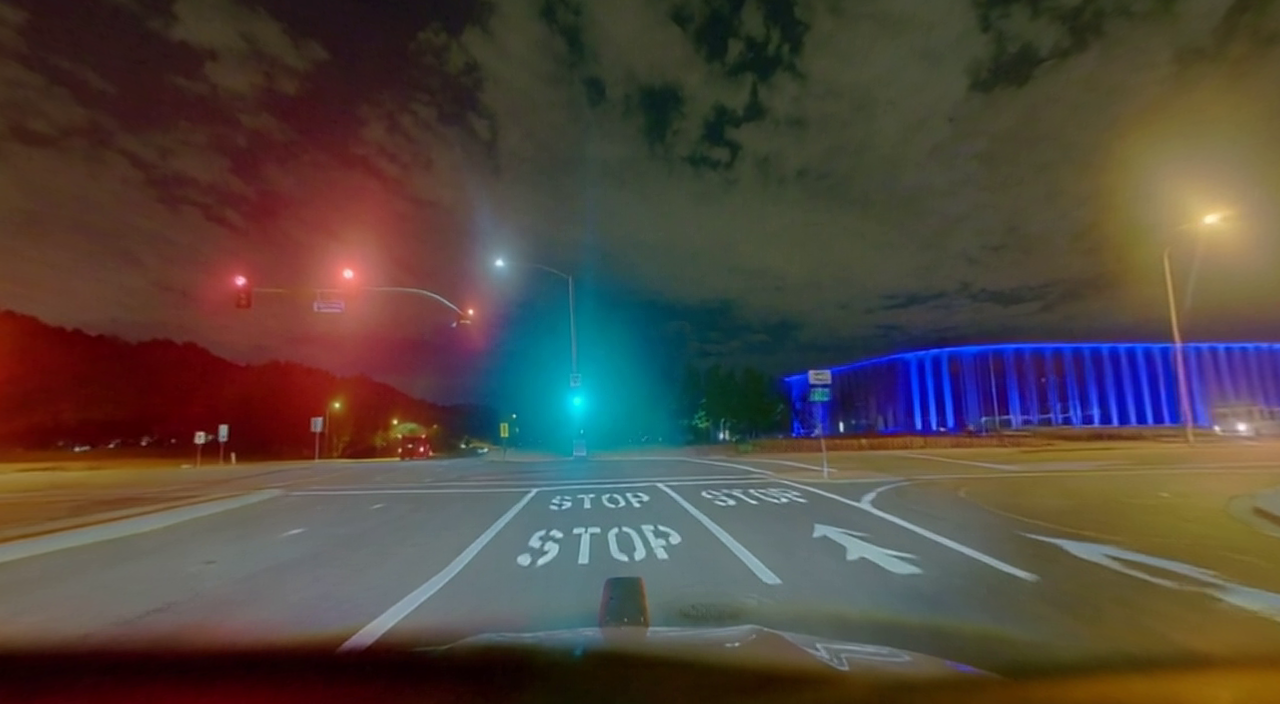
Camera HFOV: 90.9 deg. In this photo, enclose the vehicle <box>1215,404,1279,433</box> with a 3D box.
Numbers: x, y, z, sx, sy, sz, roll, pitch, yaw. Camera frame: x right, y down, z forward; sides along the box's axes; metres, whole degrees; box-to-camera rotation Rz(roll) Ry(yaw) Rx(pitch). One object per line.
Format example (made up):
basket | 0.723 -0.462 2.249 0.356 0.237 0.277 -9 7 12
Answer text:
vehicle | 49.501 5.214 49.618 2.285 2.163 5.857 5 -9 -44
